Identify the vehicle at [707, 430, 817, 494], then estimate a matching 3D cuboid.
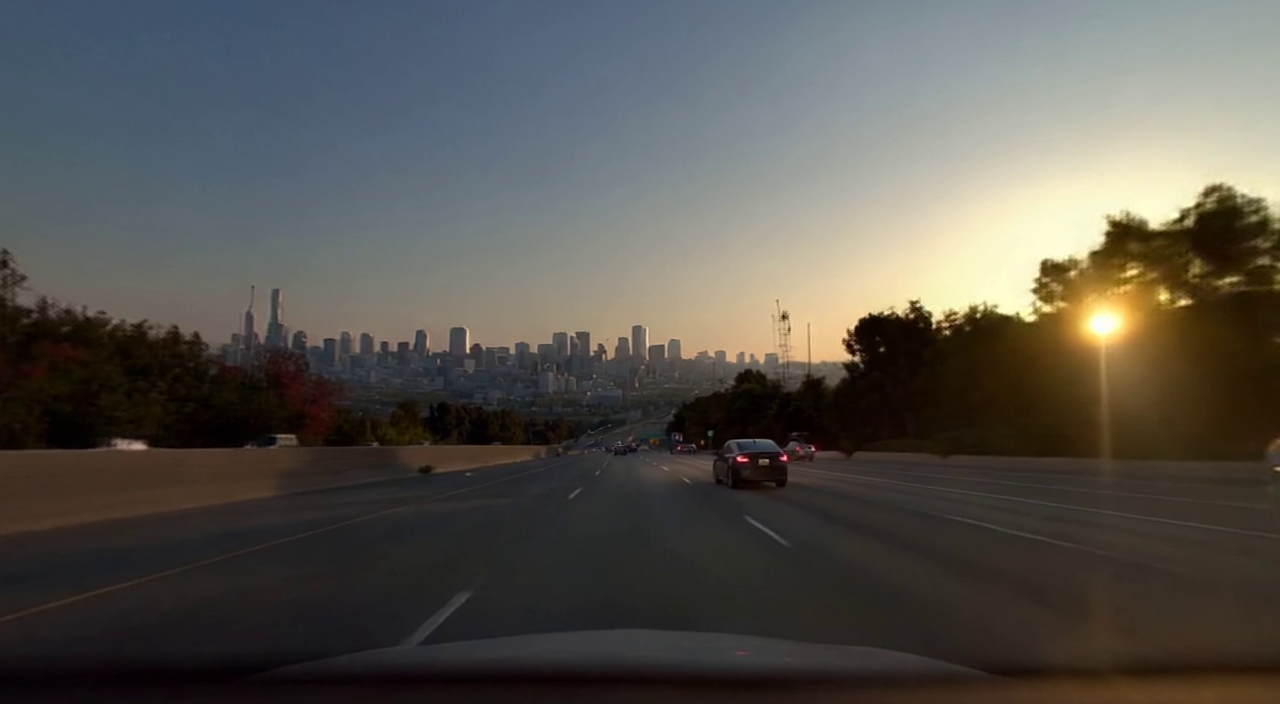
[{"bbox_3d":[3.574,3.328,19.489,2.305,1.729,4.526,0,-8,-2],"label":"vehicle"}]
